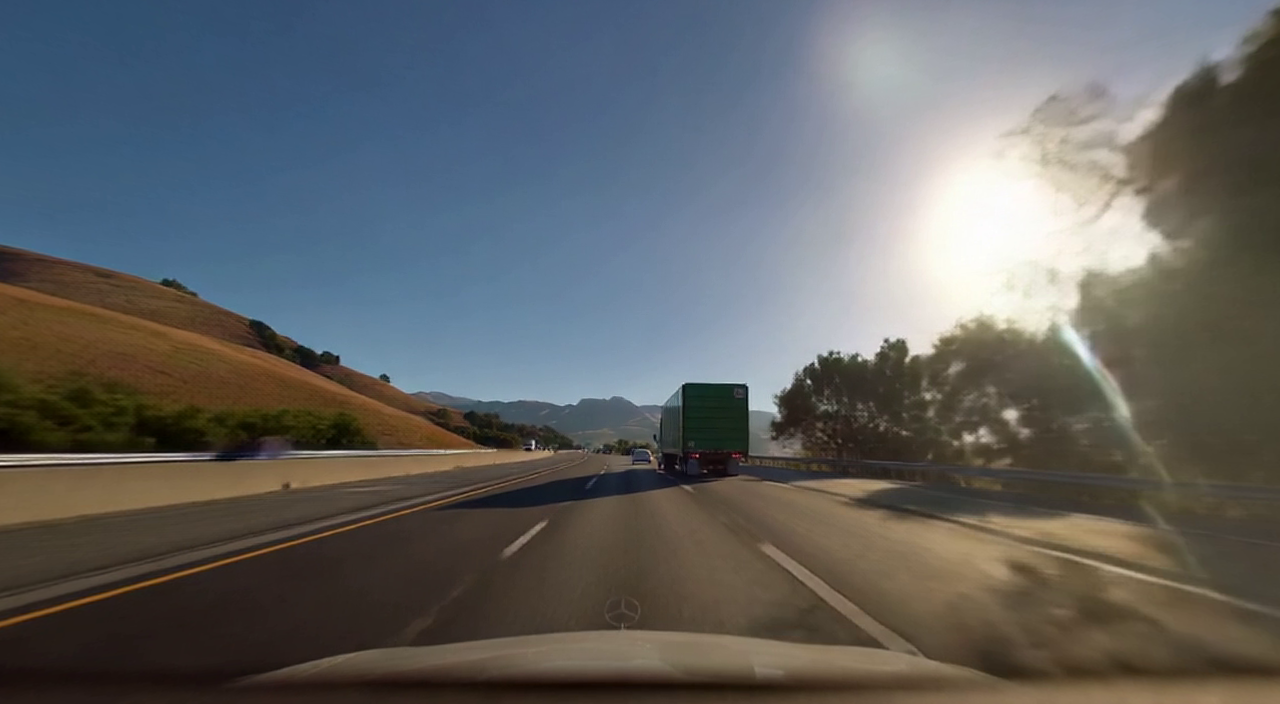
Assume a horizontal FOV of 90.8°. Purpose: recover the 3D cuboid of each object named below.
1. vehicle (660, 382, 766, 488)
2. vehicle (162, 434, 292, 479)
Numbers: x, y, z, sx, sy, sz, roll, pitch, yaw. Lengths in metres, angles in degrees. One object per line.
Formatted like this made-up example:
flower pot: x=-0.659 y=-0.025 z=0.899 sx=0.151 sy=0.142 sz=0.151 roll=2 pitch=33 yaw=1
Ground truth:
vehicle: x=3.133 y=4.550 z=33.221 sx=3.462 sy=4.177 sz=16.311 roll=0 pitch=-9 yaw=-1
vehicle: x=-14.639 y=3.733 z=22.677 sx=1.805 sy=1.466 sz=4.228 roll=0 pitch=-9 yaw=0
